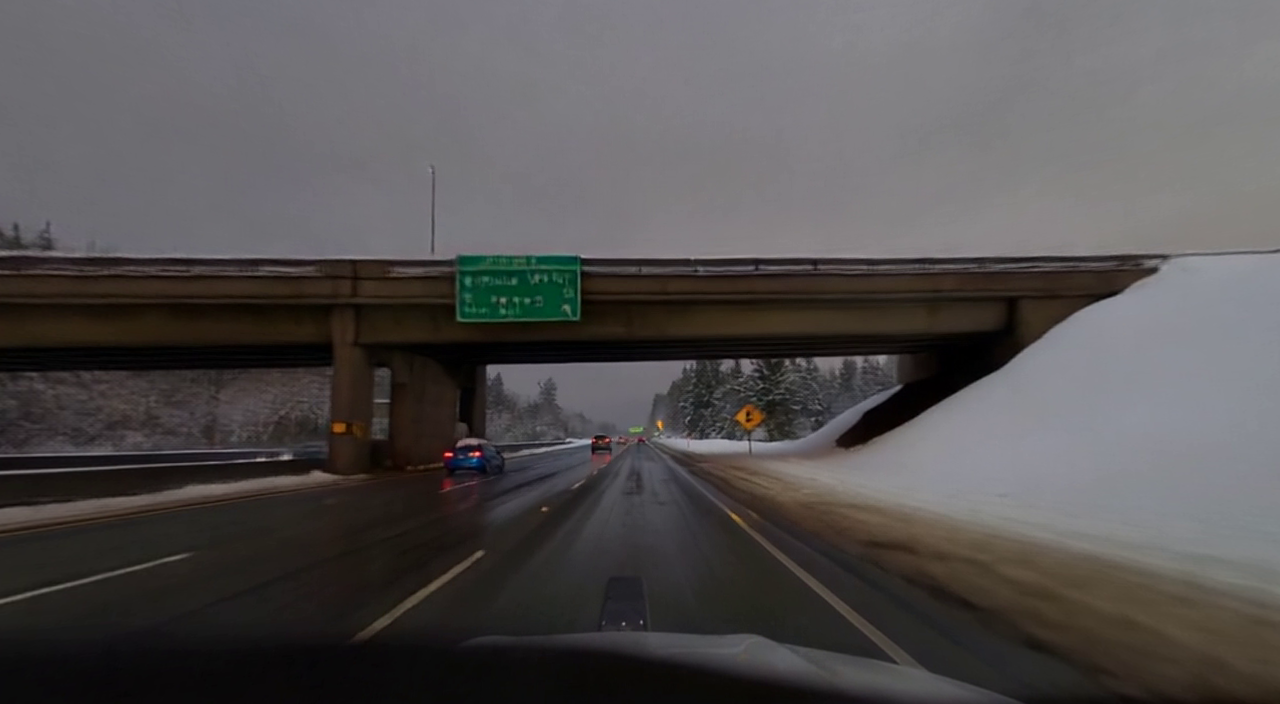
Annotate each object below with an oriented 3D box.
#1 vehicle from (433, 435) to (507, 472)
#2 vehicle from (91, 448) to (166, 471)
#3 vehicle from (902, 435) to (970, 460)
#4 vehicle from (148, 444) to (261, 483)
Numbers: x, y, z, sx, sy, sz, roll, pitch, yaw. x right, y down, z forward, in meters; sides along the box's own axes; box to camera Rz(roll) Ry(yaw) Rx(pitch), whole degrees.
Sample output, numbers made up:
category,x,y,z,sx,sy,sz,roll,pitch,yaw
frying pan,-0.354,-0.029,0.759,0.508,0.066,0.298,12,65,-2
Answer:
category,x,y,z,sx,sy,sz,roll,pitch,yaw
vehicle,-7.412,4.457,27.924,1.987,1.486,4.174,0,-8,2
vehicle,-39.989,8.395,49.460,1.862,1.698,4.430,-1,-8,6
vehicle,20.579,6.614,44.037,2.000,1.515,4.188,-1,-6,-13
vehicle,-17.685,4.523,25.858,1.748,1.474,3.993,0,-8,0
